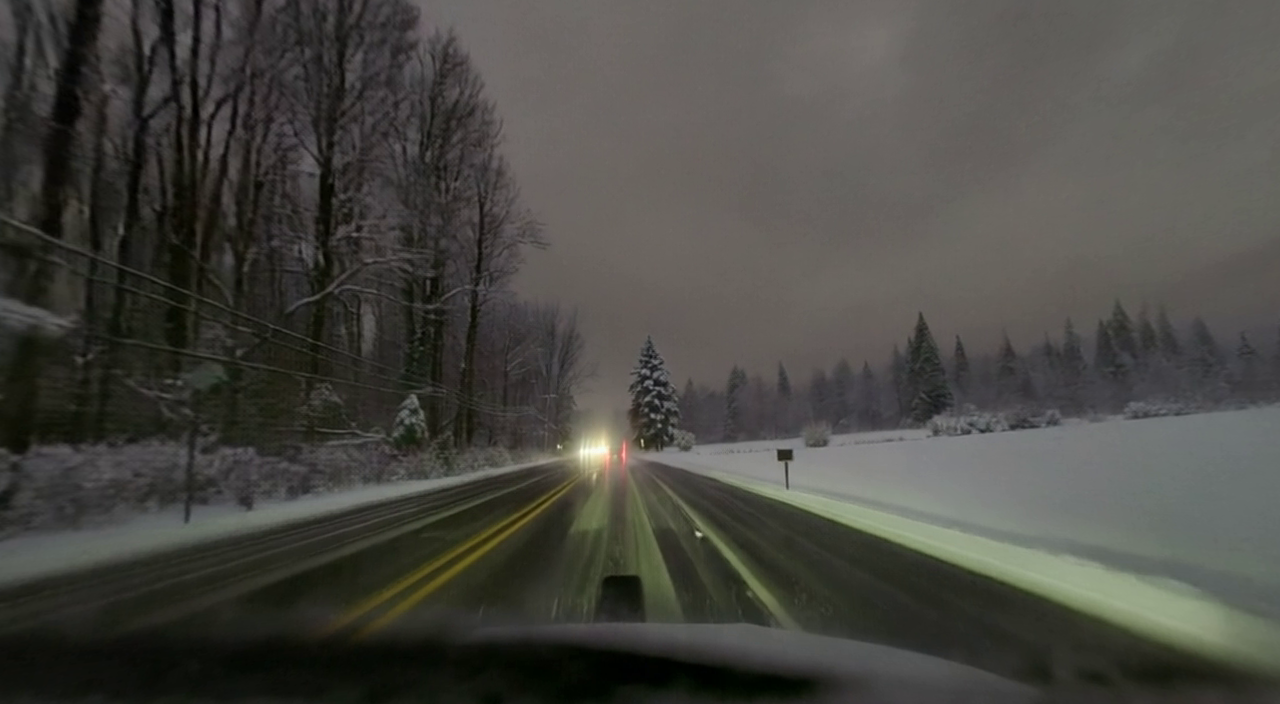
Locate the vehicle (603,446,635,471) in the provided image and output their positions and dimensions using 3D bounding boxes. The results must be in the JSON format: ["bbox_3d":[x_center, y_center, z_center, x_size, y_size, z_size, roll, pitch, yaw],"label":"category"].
[{"bbox_3d":[-1.443,7.029,41.906,2.042,1.489,3.963,0,-9,-3],"label":"vehicle"}]
